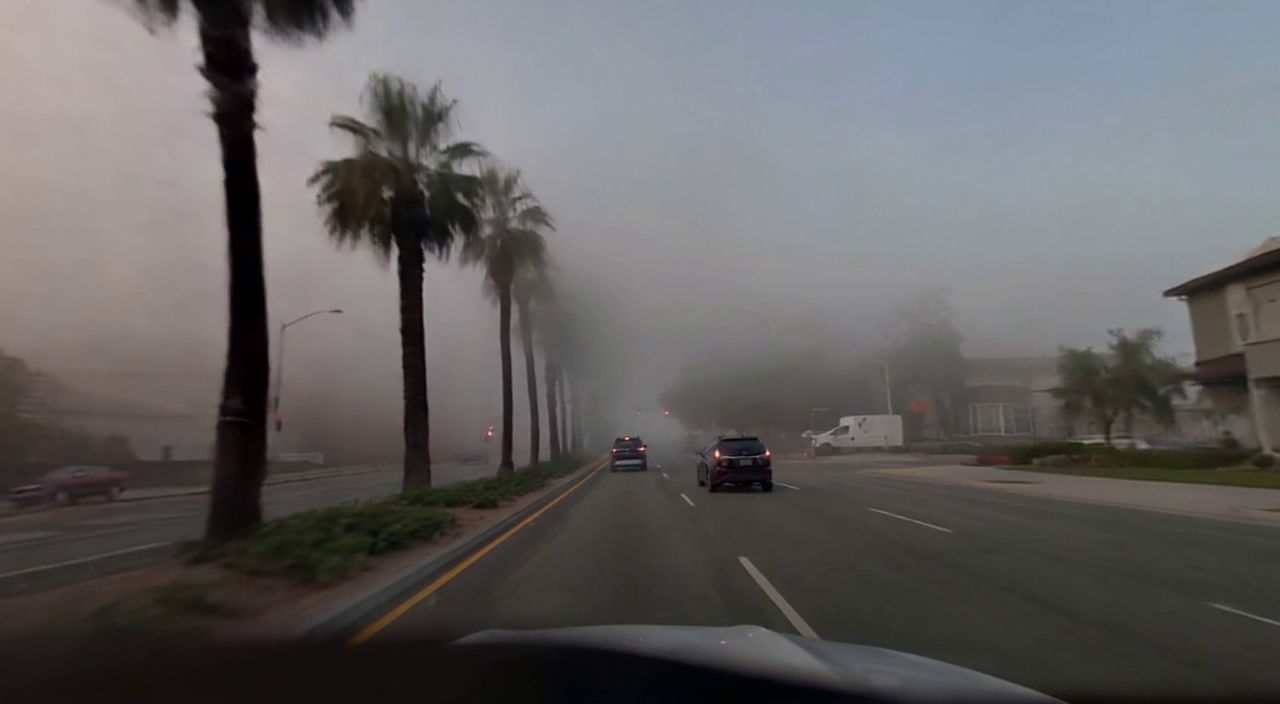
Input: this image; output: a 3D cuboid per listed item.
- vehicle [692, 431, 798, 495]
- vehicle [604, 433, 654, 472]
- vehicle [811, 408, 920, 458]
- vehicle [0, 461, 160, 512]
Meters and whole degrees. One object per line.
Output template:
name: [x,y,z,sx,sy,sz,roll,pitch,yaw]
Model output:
vehicle: [2.867,3.182,18.424,2.195,1.590,4.668,0,-9,-1]
vehicle: [-0.538,4.944,31.104,2.277,1.816,4.192,0,-8,-1]
vehicle: [17.334,6.312,48.718,7.270,3.743,2.677,1,-9,-4]
vehicle: [-19.363,4.566,21.817,1.847,1.466,4.530,0,-8,-1]
